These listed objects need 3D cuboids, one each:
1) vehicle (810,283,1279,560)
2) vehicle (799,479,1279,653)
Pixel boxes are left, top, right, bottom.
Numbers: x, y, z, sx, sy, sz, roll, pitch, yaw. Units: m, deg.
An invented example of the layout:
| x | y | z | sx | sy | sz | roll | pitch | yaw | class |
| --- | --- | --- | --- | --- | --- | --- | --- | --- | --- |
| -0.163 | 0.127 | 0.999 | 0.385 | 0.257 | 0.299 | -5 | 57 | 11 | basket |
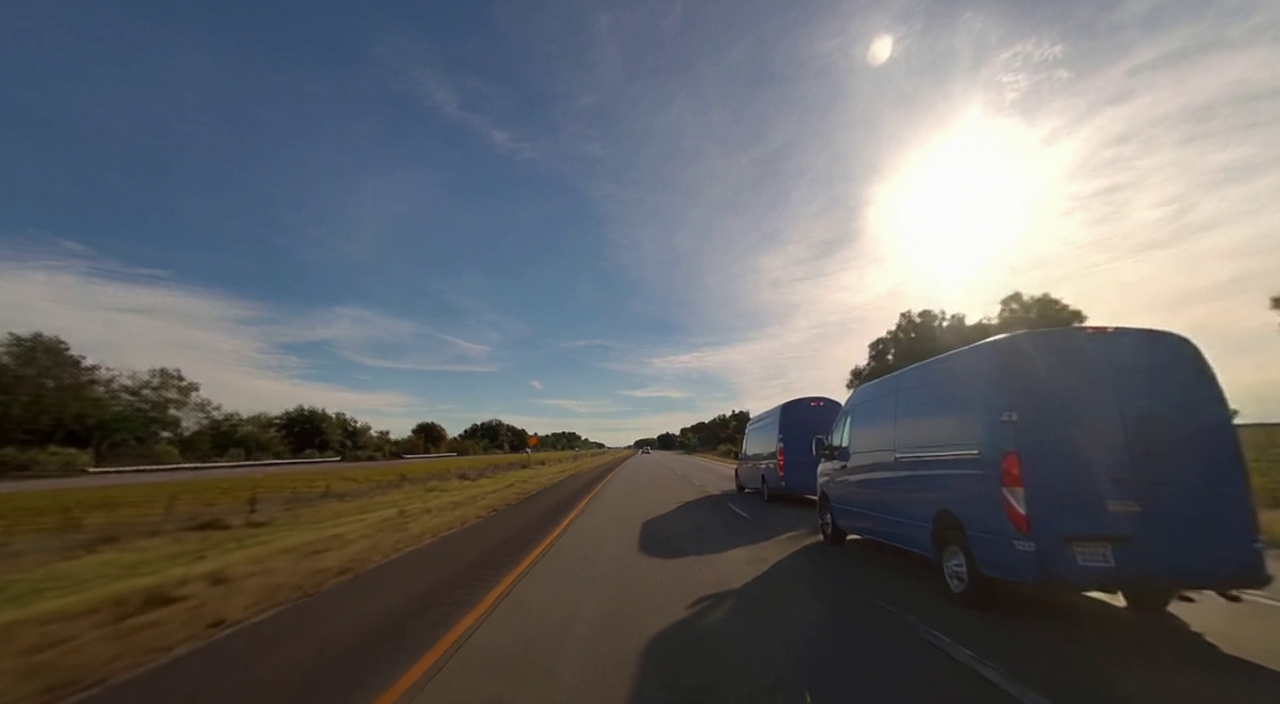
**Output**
| x | y | z | sx | sy | sz | roll | pitch | yaw | class |
| --- | --- | --- | --- | --- | --- | --- | --- | --- | --- |
| 4.074 | 0.896 | 7.545 | 2.444 | 2.053 | 5.616 | -1 | -8 | 0 | vehicle |
| 3.996 | 2.093 | 7.463 | 2.702 | 0.824 | 6.391 | 0 | -9 | 1 | vehicle |
